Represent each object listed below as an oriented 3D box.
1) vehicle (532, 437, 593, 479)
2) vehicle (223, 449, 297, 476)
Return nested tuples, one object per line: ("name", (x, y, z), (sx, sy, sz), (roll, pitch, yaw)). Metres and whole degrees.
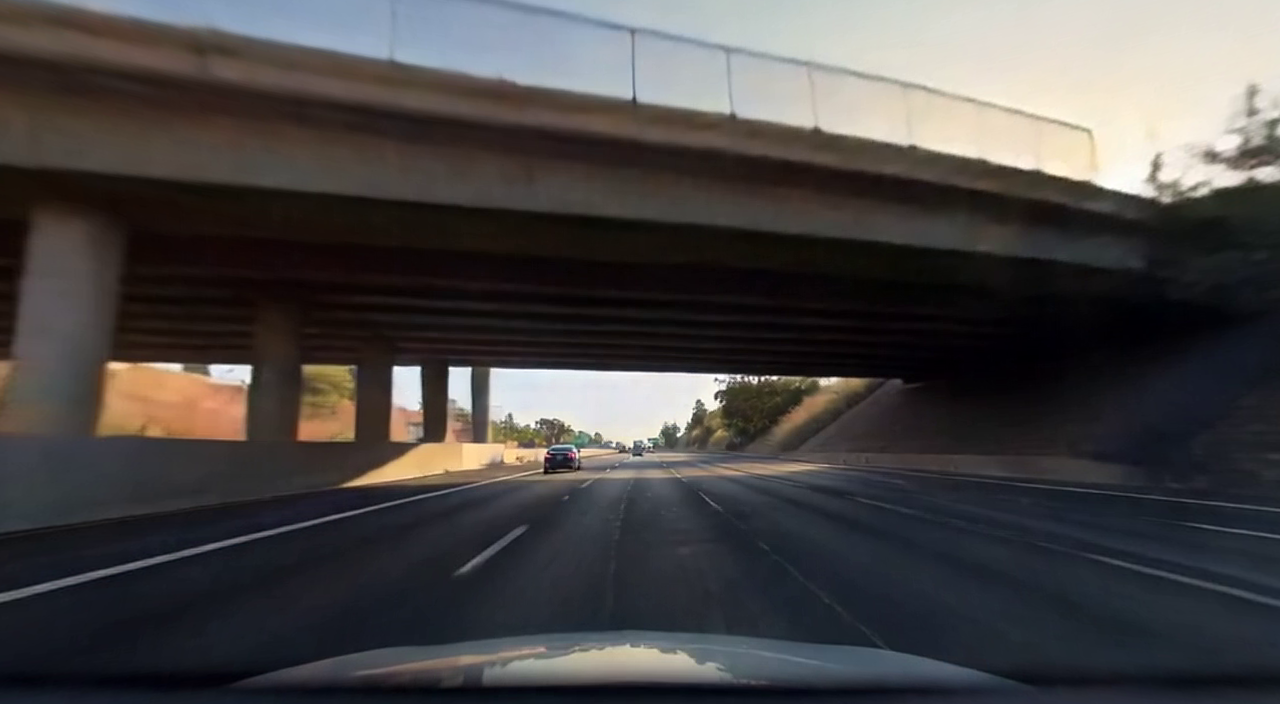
("vehicle", (-3.354, 4.661, 28.027), (2.072, 1.706, 4.359), (0, -8, 1))
("vehicle", (-25.390, 7.375, 42.401), (1.953, 1.706, 4.797), (0, -8, 0))
